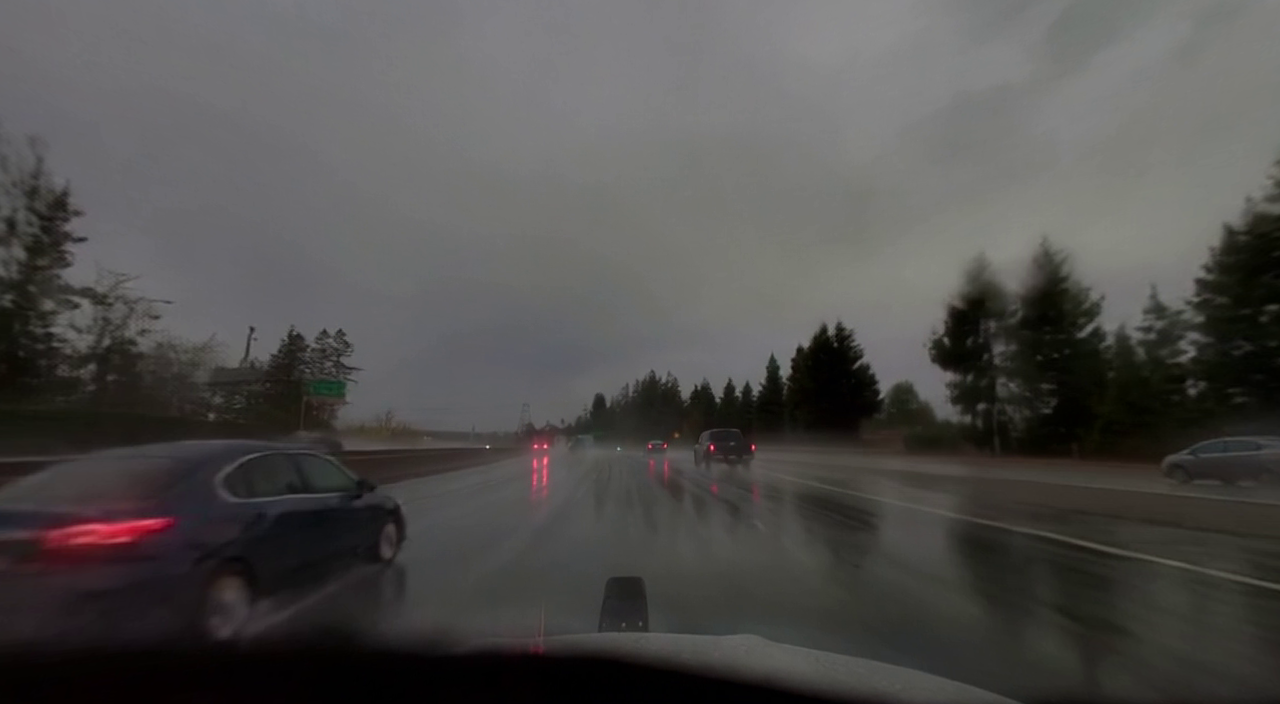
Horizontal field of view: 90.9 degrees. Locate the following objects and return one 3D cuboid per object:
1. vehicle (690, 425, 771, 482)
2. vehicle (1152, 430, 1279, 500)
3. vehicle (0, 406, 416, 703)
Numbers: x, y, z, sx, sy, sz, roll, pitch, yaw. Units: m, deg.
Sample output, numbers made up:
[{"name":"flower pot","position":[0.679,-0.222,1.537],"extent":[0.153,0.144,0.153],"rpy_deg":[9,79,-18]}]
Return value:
[{"name":"vehicle","position":[3.081,3.592,22.440],"extent":[2.043,1.795,4.347],"rpy_deg":[0,-9,-3]},{"name":"vehicle","position":[15.625,2.712,15.358],"extent":[2.033,1.580,4.752],"rpy_deg":[0,-9,-5]},{"name":"vehicle","position":[-3.778,1.349,5.050],"extent":[2.183,1.486,4.848],"rpy_deg":[-1,-9,0]}]
